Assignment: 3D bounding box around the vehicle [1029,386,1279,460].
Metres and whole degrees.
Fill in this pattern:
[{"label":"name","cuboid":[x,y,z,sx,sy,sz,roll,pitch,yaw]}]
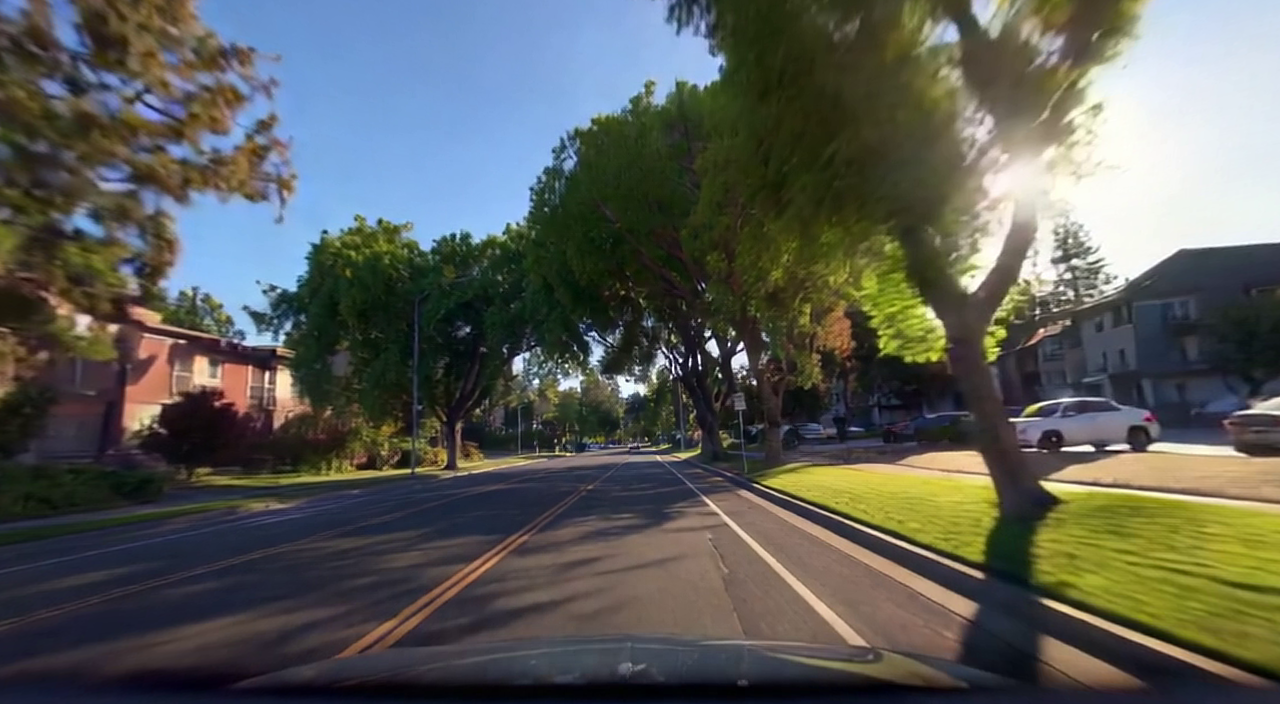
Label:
[{"label":"vehicle","cuboid":[12.374,1.766,15.458,4.284,1.663,2.031,0,-8,1]}]
